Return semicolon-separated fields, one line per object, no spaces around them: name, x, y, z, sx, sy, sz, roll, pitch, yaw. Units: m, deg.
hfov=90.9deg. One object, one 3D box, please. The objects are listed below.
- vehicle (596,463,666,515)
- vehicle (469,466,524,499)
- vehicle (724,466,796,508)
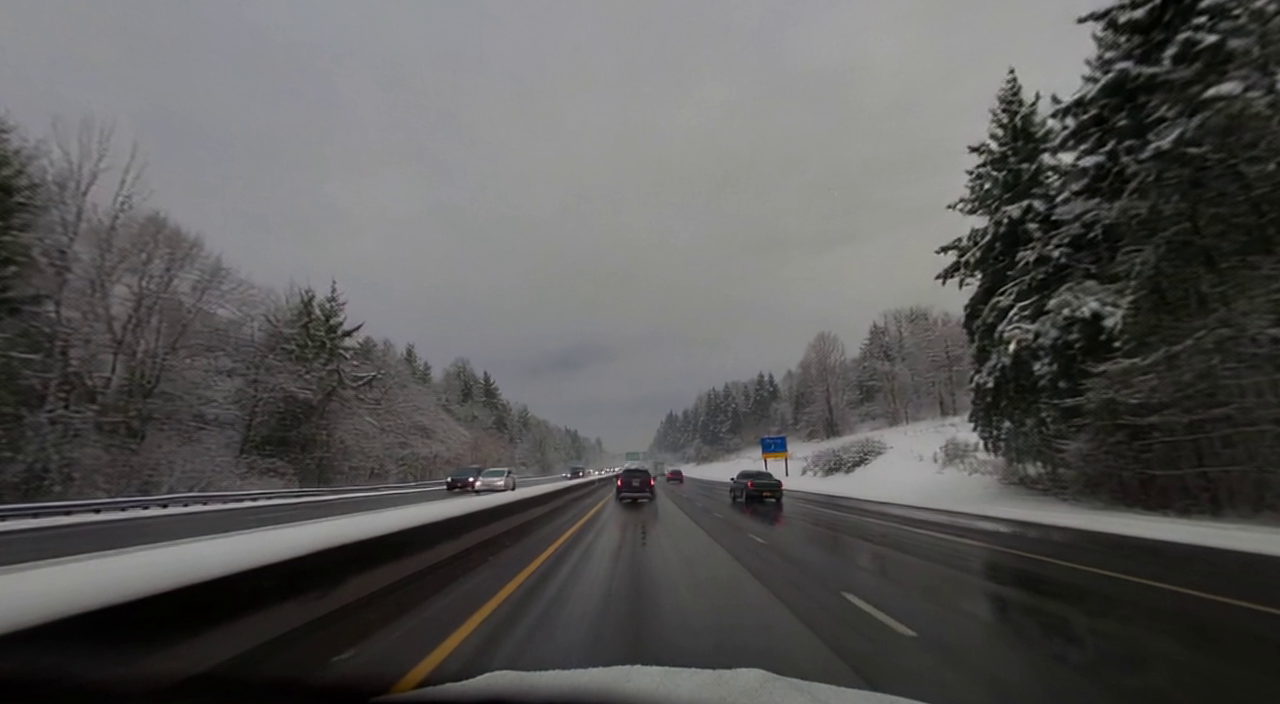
vehicle;-0.261;4.389;20.458;2.060;1.473;3.726;1;-10;0
vehicle;-7.513;6.854;33.255;1.911;1.585;3.952;1;-10;1
vehicle;4.650;5.294;24.981;1.974;1.476;4.119;1;-10;-1
